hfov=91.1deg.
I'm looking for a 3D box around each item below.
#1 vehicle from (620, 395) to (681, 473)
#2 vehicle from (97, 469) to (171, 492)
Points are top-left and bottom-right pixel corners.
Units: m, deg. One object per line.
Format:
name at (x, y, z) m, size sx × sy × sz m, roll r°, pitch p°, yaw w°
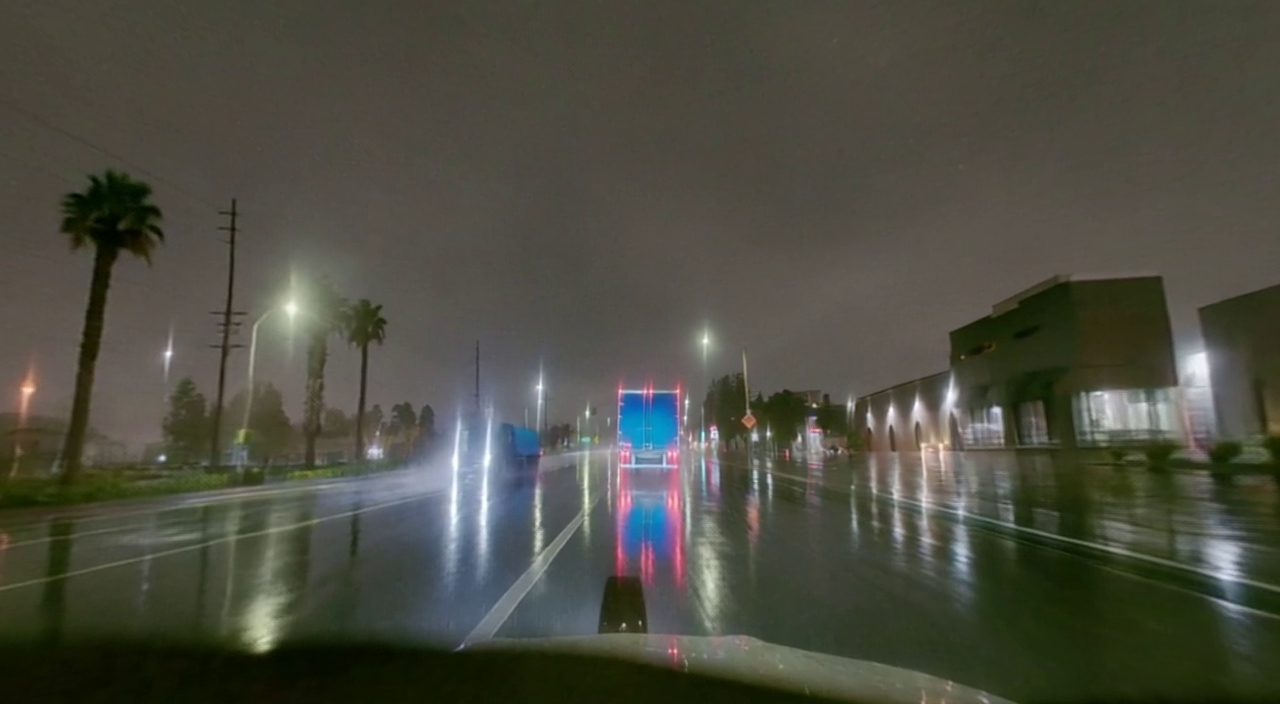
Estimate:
vehicle at (0.345, 5.027, 37.822) m, size 2.992 × 3.949 × 11.815 m, roll 0°, pitch -9°, yaw -2°
vehicle at (-35.193, 8.931, 43.726) m, size 3.645 × 1.436 × 1.673 m, roll 0°, pitch -9°, yaw 1°
